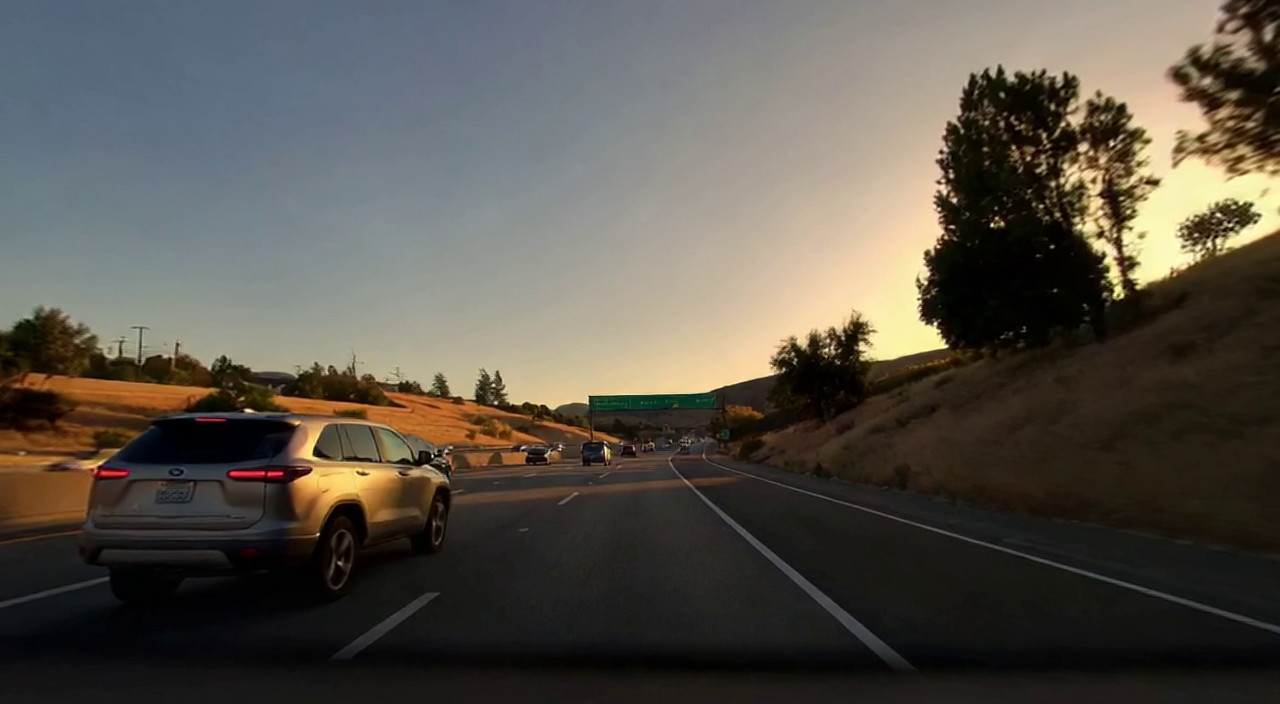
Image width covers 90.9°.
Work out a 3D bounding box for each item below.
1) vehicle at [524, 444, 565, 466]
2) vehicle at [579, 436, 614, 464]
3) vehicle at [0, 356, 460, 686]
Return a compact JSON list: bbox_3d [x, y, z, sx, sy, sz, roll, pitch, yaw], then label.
[{"bbox_3d":[-6.889,7.496,46.145,2.145,1.512,4.404,0,-9,2],"label":"vehicle"},{"bbox_3d":[-3.290,7.682,49.255,2.181,2.047,5.088,0,-9,2],"label":"vehicle"},{"bbox_3d":[-3.609,1.310,6.036,2.218,1.848,4.789,0,-9,2],"label":"vehicle"}]
